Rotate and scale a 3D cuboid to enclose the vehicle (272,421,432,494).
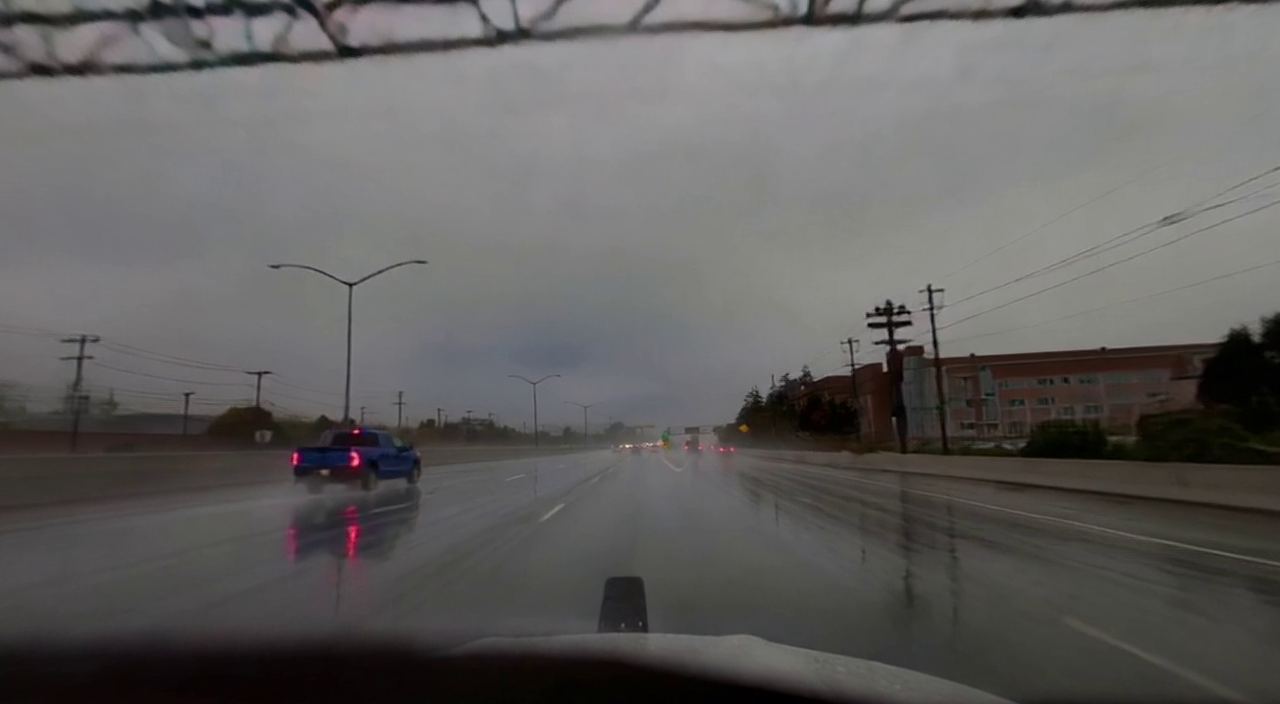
[{"bbox_3d":[-9.815,3.686,22.277,2.667,2.213,6.081,0,-8,1],"label":"vehicle"}]
